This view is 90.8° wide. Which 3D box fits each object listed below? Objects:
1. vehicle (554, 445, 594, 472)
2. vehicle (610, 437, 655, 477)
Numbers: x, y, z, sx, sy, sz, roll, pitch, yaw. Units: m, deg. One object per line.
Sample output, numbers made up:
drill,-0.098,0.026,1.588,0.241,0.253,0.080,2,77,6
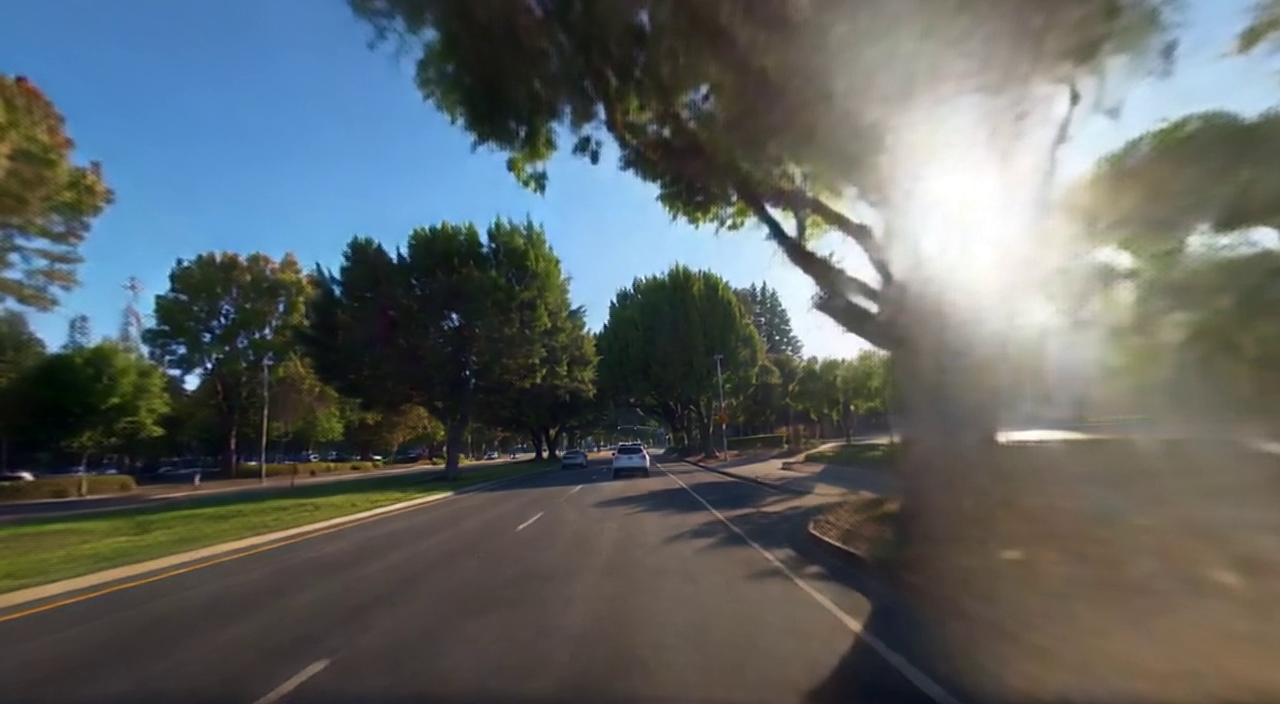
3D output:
vehicle,-4.023,6.523,39.019,1.936,1.538,4.016,0,-8,1
vehicle,-0.346,4.998,30.304,2.018,1.769,3.897,0,-8,-1
